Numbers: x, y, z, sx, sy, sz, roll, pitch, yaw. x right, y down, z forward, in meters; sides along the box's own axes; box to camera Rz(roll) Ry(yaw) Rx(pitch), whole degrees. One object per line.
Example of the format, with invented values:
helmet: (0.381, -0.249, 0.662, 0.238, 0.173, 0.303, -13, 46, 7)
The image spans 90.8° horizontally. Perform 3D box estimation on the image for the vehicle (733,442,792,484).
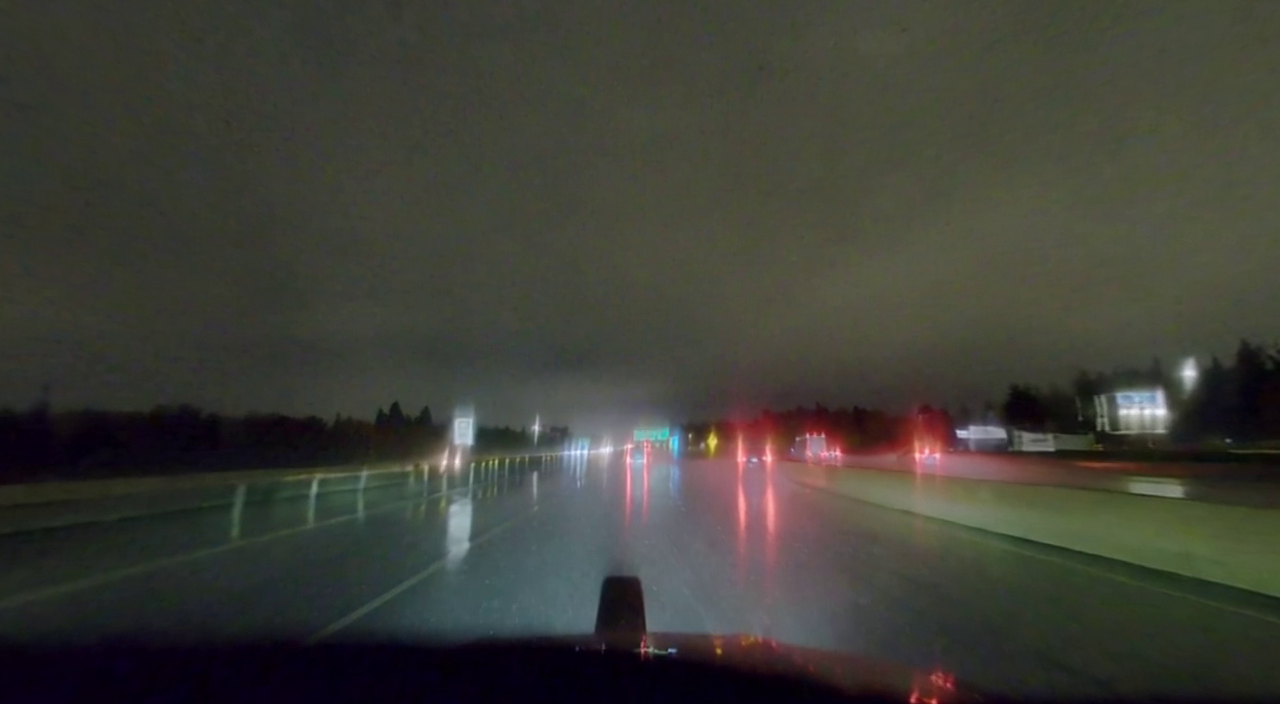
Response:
vehicle: (5.511, 5.018, 28.904, 2.133, 1.746, 4.511, -1, -9, 5)
